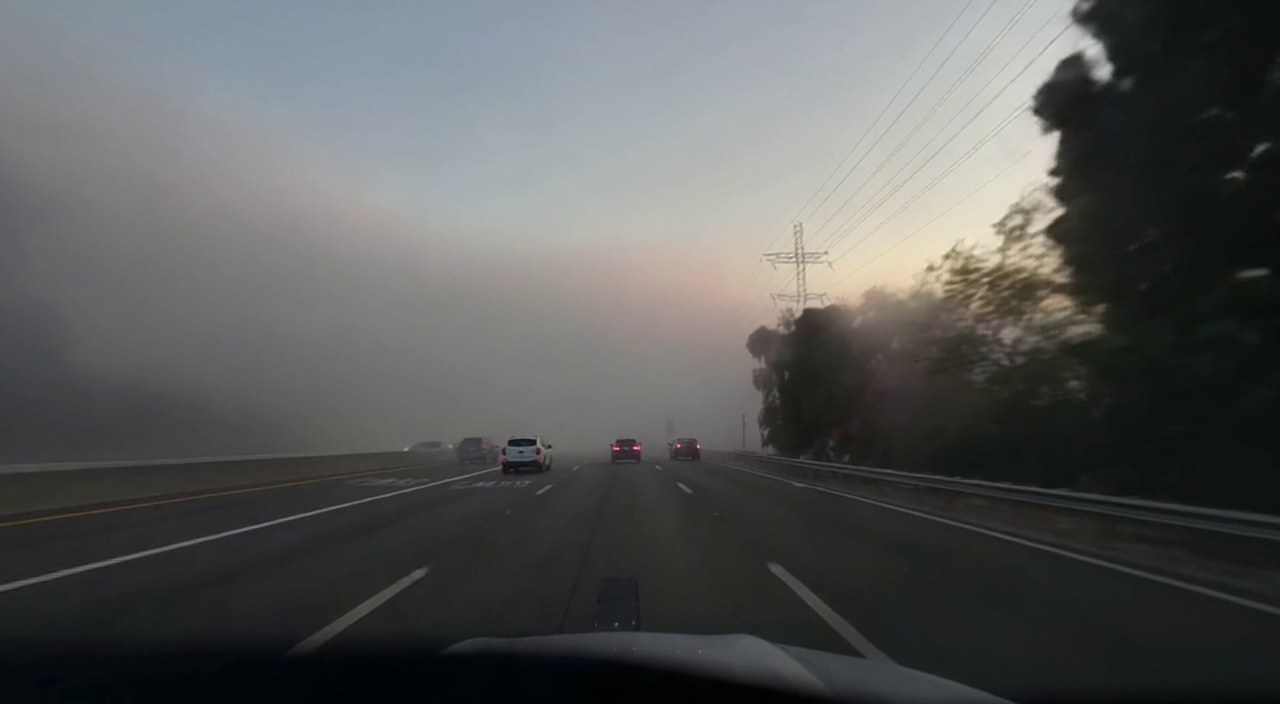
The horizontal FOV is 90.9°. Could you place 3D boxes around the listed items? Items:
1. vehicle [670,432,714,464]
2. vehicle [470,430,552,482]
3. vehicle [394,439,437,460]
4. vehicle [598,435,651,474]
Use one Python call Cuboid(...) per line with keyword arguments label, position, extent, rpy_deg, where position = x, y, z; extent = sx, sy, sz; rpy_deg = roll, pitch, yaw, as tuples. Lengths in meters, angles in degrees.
Cuboid(label="vehicle", position=(2.907, 5.430, 35.928), extent=(1.950, 1.695, 4.446), rpy_deg=(0, -8, -2))
Cuboid(label="vehicle", position=(-4.335, 3.543, 21.910), extent=(1.901, 1.601, 4.610), rpy_deg=(0, -8, 0))
Cuboid(label="vehicle", position=(-16.739, 7.271, 47.218), extent=(1.758, 1.403, 3.972), rpy_deg=(0, -8, -1))
Cuboid(label="vehicle", position=(-0.633, 4.229, 26.382), extent=(2.086, 1.488, 3.440), rpy_deg=(0, -8, -1))
